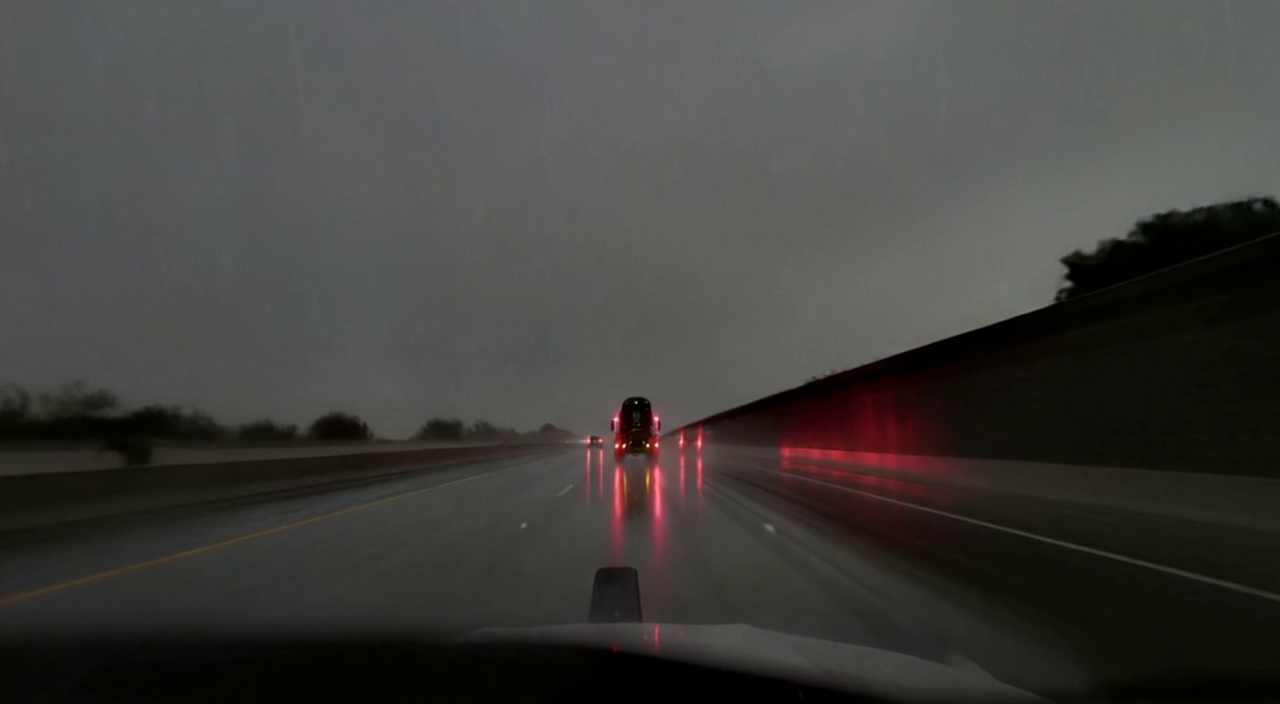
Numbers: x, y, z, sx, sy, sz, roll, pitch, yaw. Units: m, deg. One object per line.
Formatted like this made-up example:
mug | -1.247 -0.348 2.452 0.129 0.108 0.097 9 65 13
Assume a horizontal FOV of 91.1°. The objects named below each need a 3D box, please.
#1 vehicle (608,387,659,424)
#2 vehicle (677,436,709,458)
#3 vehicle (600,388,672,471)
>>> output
vehicle | -0.277 2.471 28.264 2.112 1.472 4.240 0 -8 0
vehicle | 3.705 6.743 44.812 1.910 1.492 4.324 0 -8 0
vehicle | -0.362 4.081 32.796 2.953 3.406 13.372 0 -7 -2
